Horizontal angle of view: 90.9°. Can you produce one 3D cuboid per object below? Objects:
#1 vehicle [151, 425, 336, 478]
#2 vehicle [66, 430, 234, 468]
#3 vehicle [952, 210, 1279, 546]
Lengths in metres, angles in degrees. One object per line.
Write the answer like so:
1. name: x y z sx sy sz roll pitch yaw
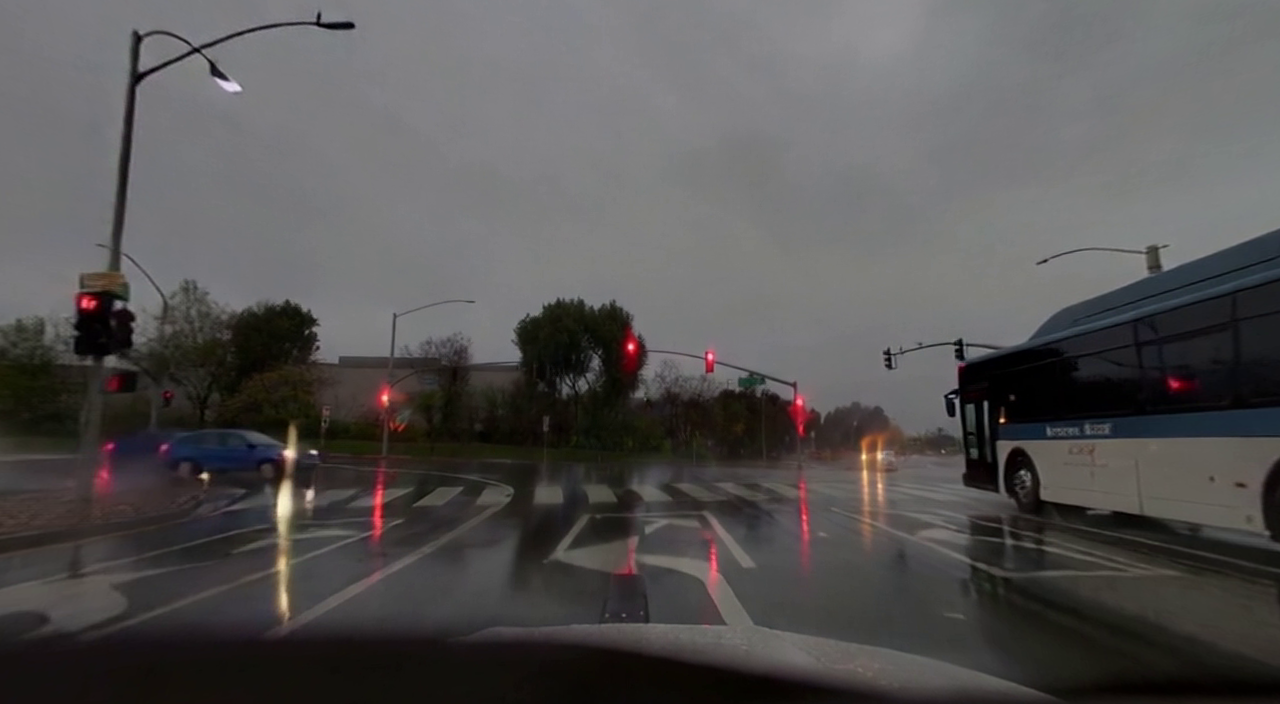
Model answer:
1. vehicle: -13.511 3.462 21.910 5.014 1.675 1.906 3 -9 -18
2. vehicle: -20.684 4.143 26.920 5.203 1.488 1.907 3 -9 -19
3. vehicle: 9.404 0.707 10.170 2.916 4.009 13.397 0 -9 5
